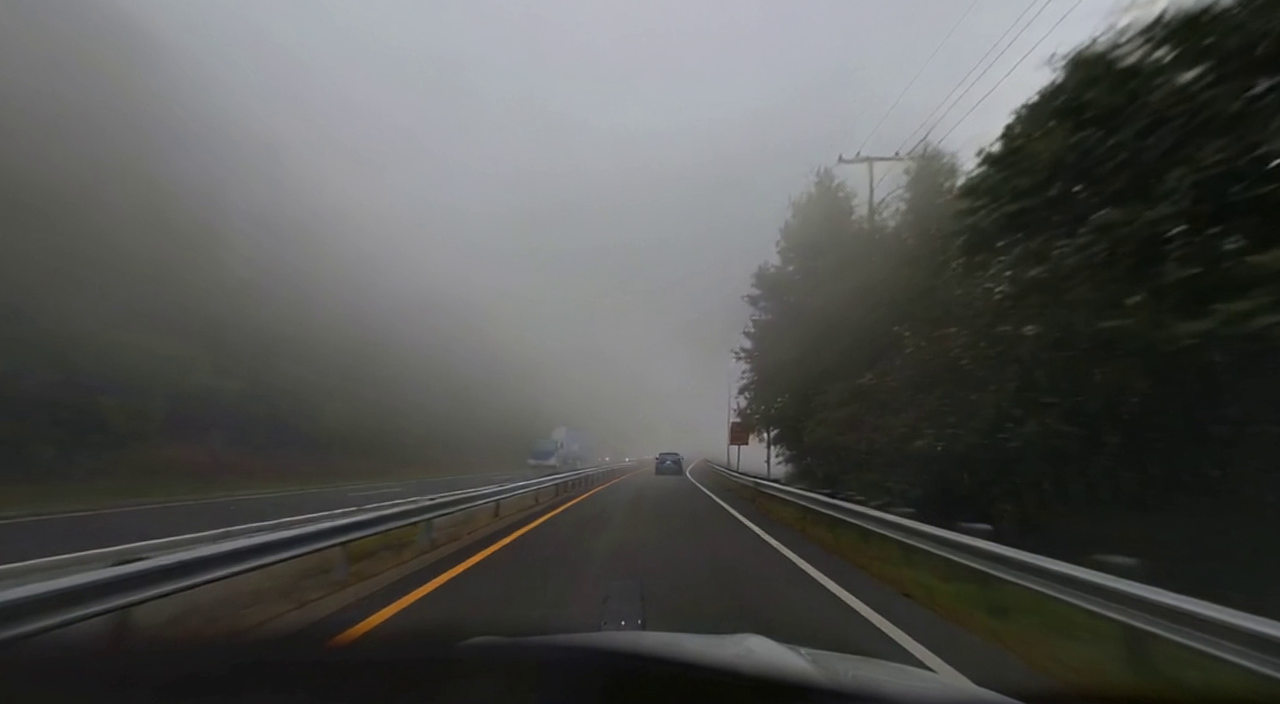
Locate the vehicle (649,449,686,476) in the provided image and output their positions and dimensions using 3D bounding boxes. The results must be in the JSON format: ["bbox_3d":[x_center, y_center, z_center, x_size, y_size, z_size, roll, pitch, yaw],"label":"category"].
[{"bbox_3d":[1.676,6.577,37.723,2.080,1.486,3.813,-1,-9,3],"label":"vehicle"}]
